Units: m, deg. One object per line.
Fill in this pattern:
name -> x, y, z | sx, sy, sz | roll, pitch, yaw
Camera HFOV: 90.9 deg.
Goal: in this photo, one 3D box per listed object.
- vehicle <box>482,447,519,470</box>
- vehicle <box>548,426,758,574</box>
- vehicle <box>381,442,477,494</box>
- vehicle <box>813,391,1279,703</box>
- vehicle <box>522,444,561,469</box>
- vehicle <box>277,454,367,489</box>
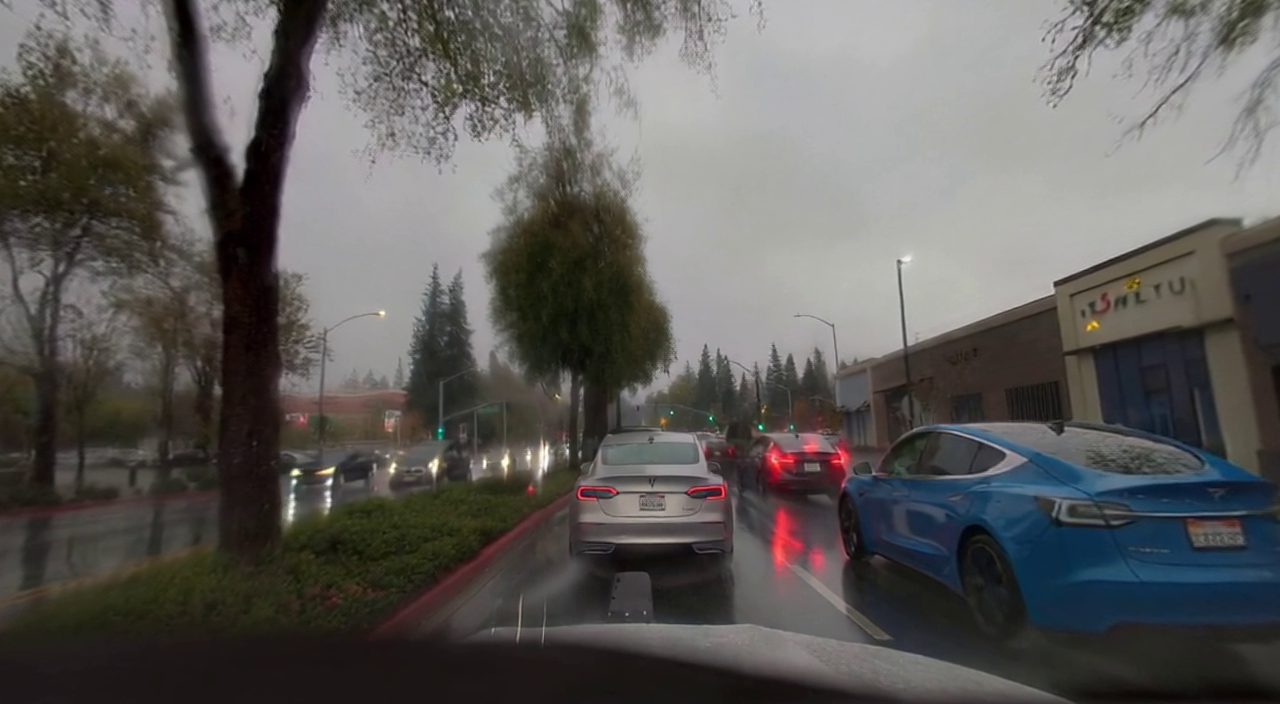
vehicle -> -10.330, 7.883, 46.962 | 1.690, 1.628, 4.281 | 0, -8, 1
vehicle -> 0.147, 1.801, 8.468 | 2.137, 1.488, 3.938 | 0, -8, 0
vehicle -> -7.511, 4.142, 22.924 | 1.968, 1.682, 4.213 | 0, -8, 1
vehicle -> 3.219, 1.361, 5.661 | 2.038, 1.651, 4.455 | 0, -8, 0
vehicle -> -7.310, 7.785, 47.155 | 2.036, 1.705, 4.520 | 0, -8, 2
vehicle -> -14.837, 5.566, 29.709 | 1.999, 1.462, 4.200 | 0, -8, 1
